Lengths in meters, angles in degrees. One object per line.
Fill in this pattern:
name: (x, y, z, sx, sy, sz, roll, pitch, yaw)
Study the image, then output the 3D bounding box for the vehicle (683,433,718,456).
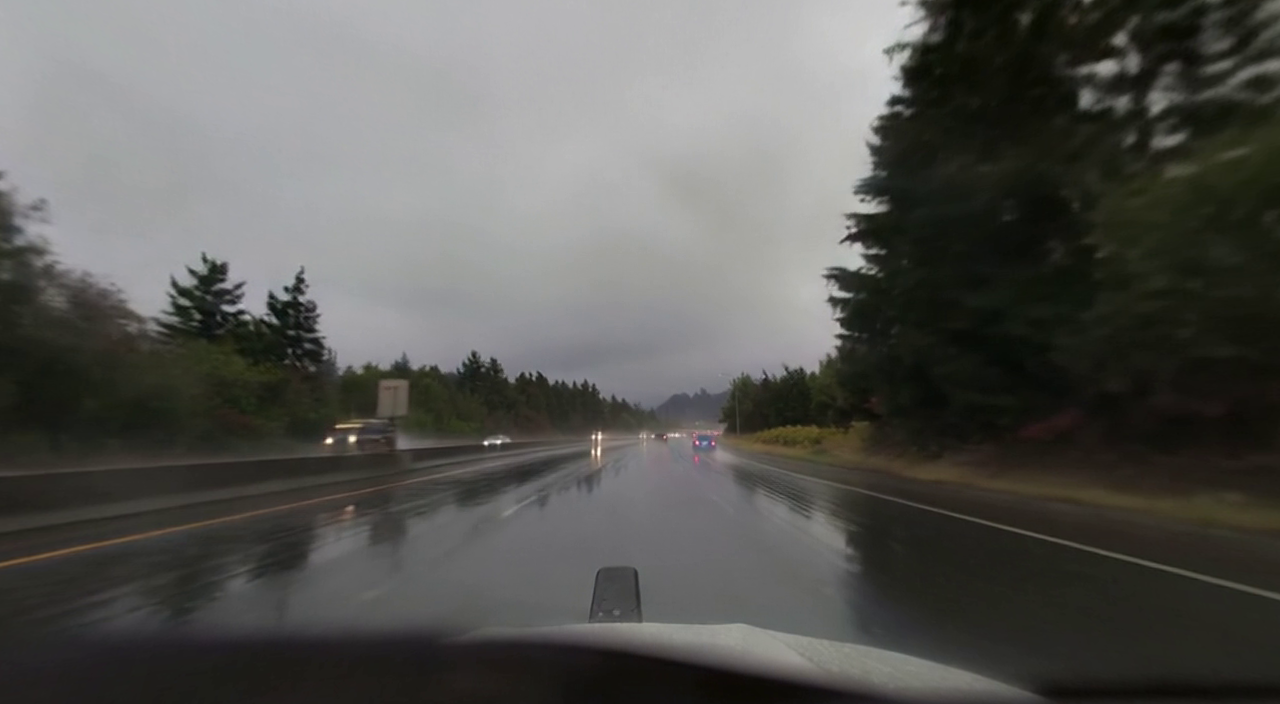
vehicle: (4.067, 6.339, 43.167, 1.982, 1.452, 4.294, 0, -8, 0)

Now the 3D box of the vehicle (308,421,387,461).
vehicle: (-19.967, 6.108, 43.292, 2.376, 2.574, 5.921, 0, -8, 2)
